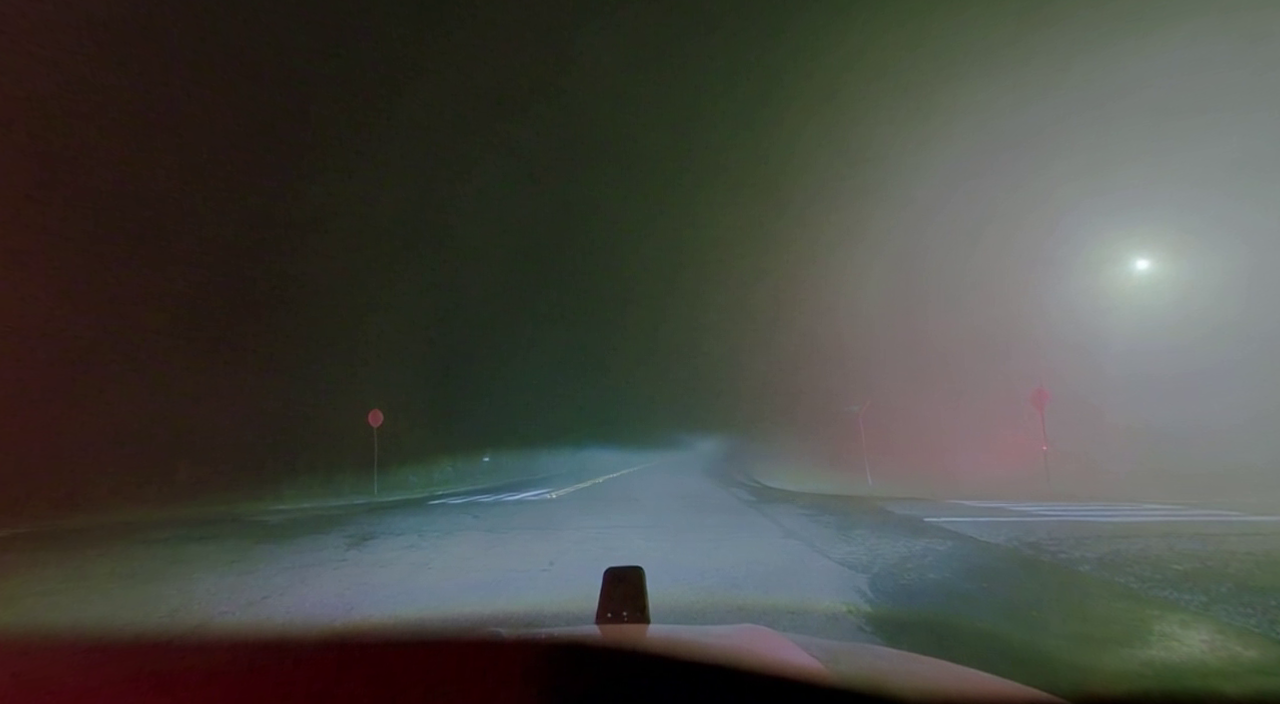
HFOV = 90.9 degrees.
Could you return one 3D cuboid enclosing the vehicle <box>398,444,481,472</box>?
[{"bbox_3d":[-12.680,6.724,40.078,4.590,1.735,1.973,0,-9,3],"label":"vehicle"}]
